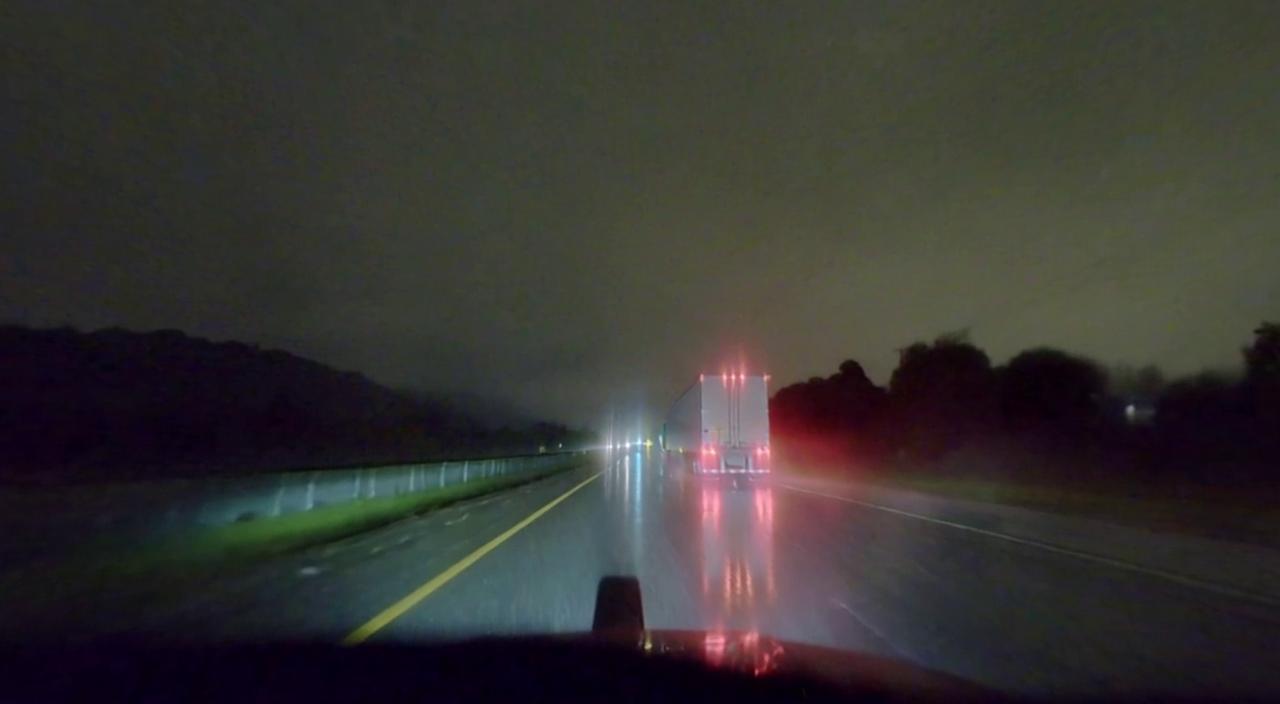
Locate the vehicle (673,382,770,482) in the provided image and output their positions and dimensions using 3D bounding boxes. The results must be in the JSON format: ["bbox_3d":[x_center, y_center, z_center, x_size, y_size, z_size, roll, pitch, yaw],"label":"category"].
[{"bbox_3d":[3.677,4.312,32.459,2.938,4.076,13.362,0,-9,-1],"label":"vehicle"}]
